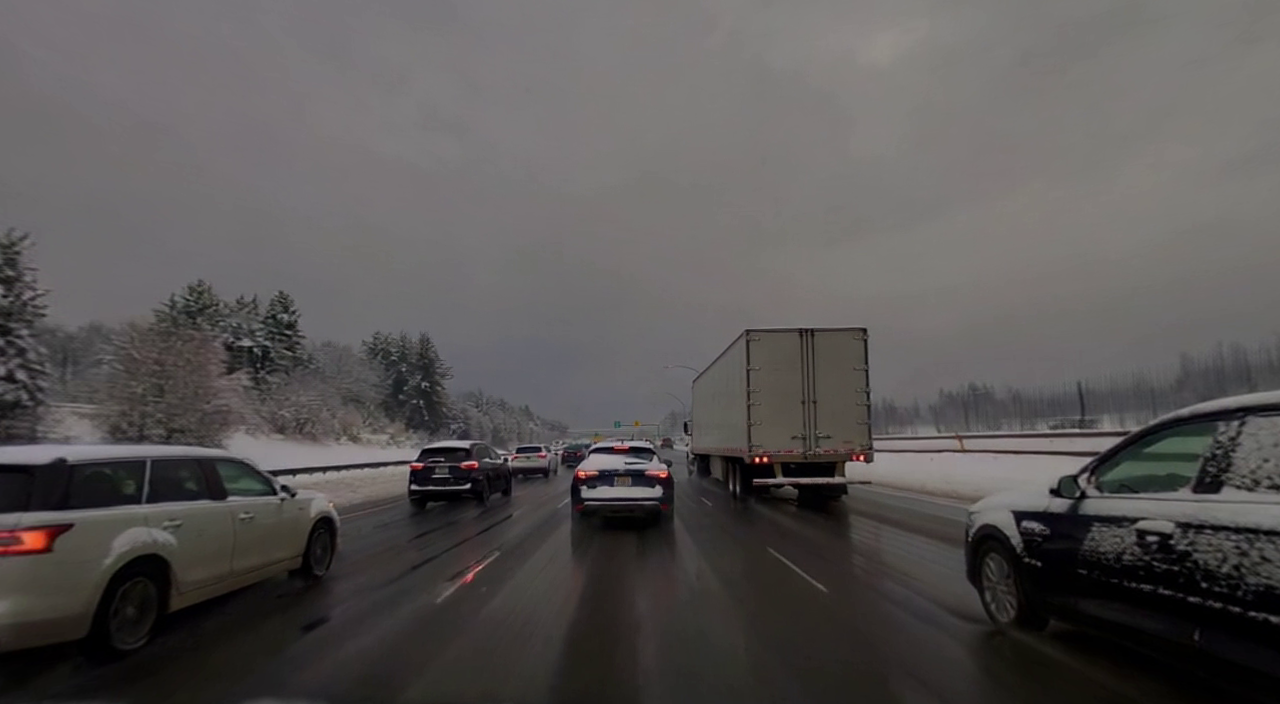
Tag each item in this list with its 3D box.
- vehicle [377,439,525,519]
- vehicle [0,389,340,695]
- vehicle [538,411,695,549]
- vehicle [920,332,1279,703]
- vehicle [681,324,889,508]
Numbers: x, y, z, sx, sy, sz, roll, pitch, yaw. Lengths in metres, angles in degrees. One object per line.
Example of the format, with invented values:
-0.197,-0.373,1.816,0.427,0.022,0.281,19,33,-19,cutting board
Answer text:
-3.978,2.741,14.095,1.923,1.503,4.293,0,-9,1,vehicle
-4.325,1.302,5.181,1.789,1.620,3.841,0,-9,0,vehicle
-0.315,2.005,10.405,2.037,1.792,4.194,0,-9,0,vehicle
3.648,0.949,3.473,2.076,1.751,4.666,0,-9,1,vehicle
3.686,2.589,21.769,3.186,4.111,15.553,0,-9,-1,vehicle
